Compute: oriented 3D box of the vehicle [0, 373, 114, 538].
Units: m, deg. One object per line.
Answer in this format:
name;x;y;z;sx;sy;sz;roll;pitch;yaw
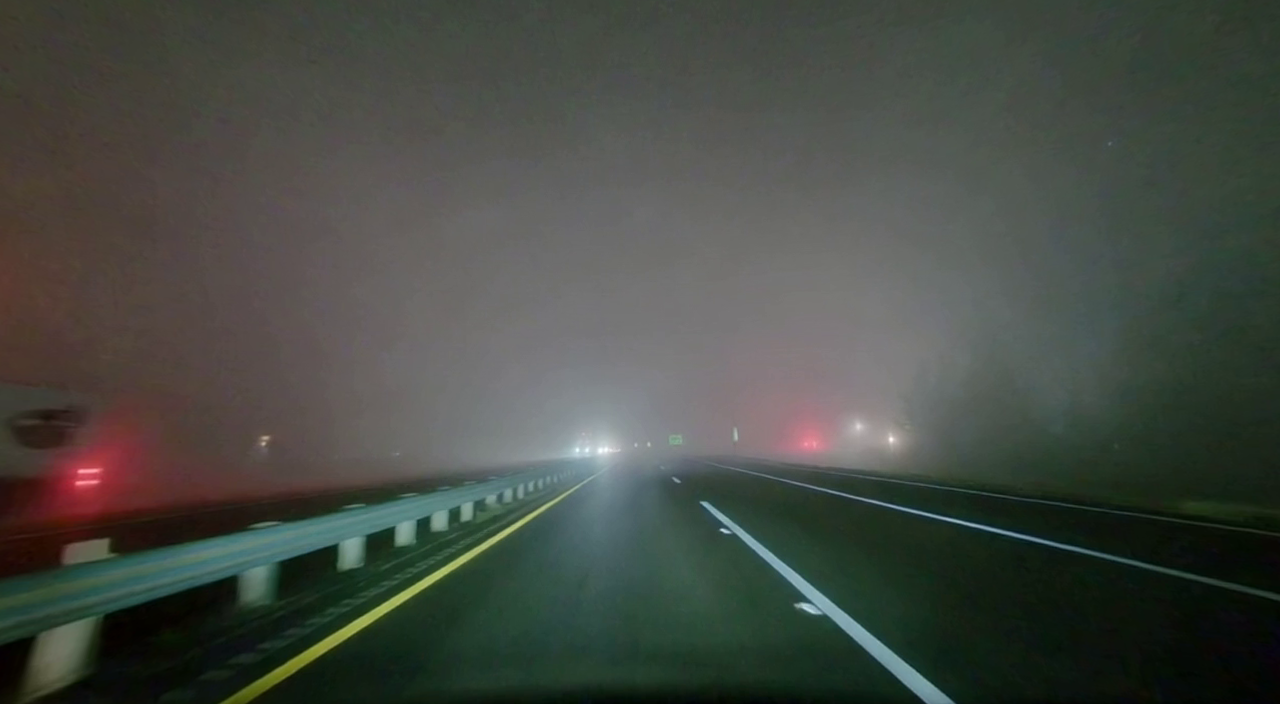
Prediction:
vehicle;-12.022;1.626;9.847;2.690;2.712;5.582;0;-9;0
